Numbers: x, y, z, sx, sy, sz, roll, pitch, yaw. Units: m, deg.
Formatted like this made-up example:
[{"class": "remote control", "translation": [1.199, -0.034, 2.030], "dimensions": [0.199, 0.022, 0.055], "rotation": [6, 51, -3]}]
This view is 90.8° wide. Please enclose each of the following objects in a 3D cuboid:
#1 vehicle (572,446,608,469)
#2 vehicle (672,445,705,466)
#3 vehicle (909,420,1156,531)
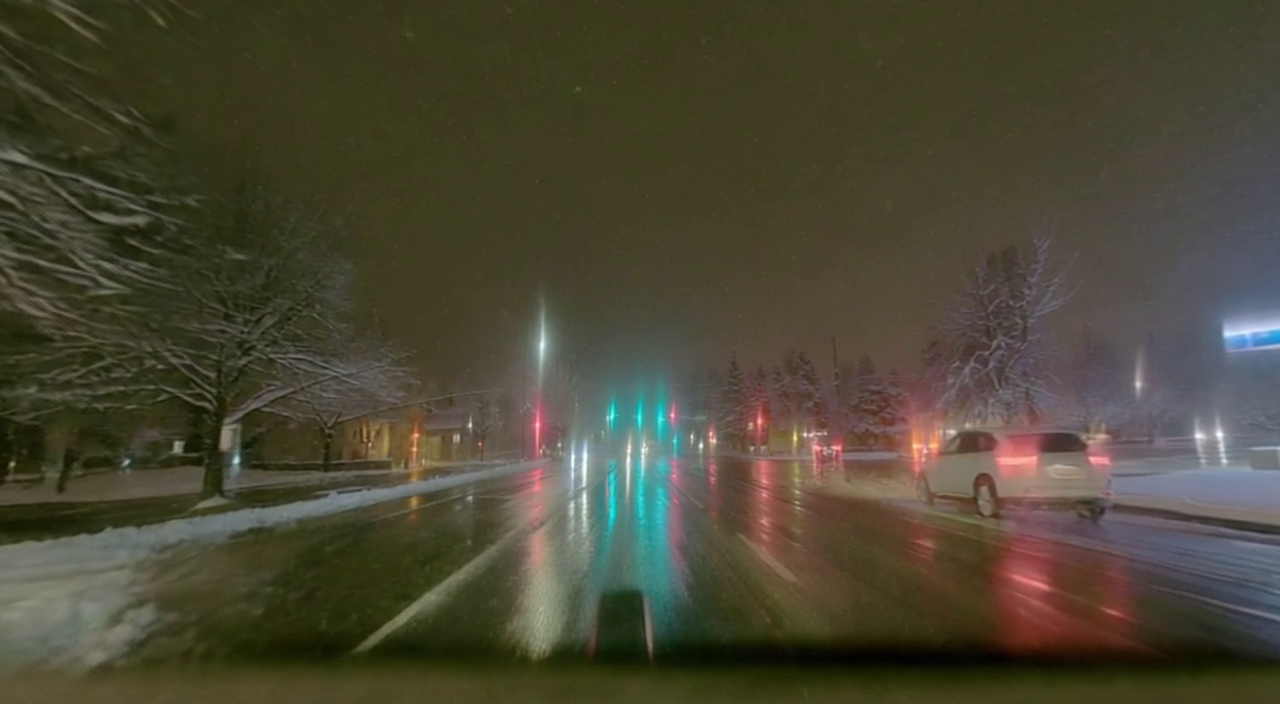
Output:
[{"class": "vehicle", "translation": [-3.281, 7.018, 42.229], "dimensions": [2.049, 1.449, 4.213], "rotation": [0, -9, 1]}, {"class": "vehicle", "translation": [3.423, 7.443, 45.545], "dimensions": [2.029, 1.442, 4.054], "rotation": [0, -9, -1]}, {"class": "vehicle", "translation": [6.907, 2.205, 11.776], "dimensions": [1.950, 1.668, 4.053], "rotation": [0, -9, 0]}]
